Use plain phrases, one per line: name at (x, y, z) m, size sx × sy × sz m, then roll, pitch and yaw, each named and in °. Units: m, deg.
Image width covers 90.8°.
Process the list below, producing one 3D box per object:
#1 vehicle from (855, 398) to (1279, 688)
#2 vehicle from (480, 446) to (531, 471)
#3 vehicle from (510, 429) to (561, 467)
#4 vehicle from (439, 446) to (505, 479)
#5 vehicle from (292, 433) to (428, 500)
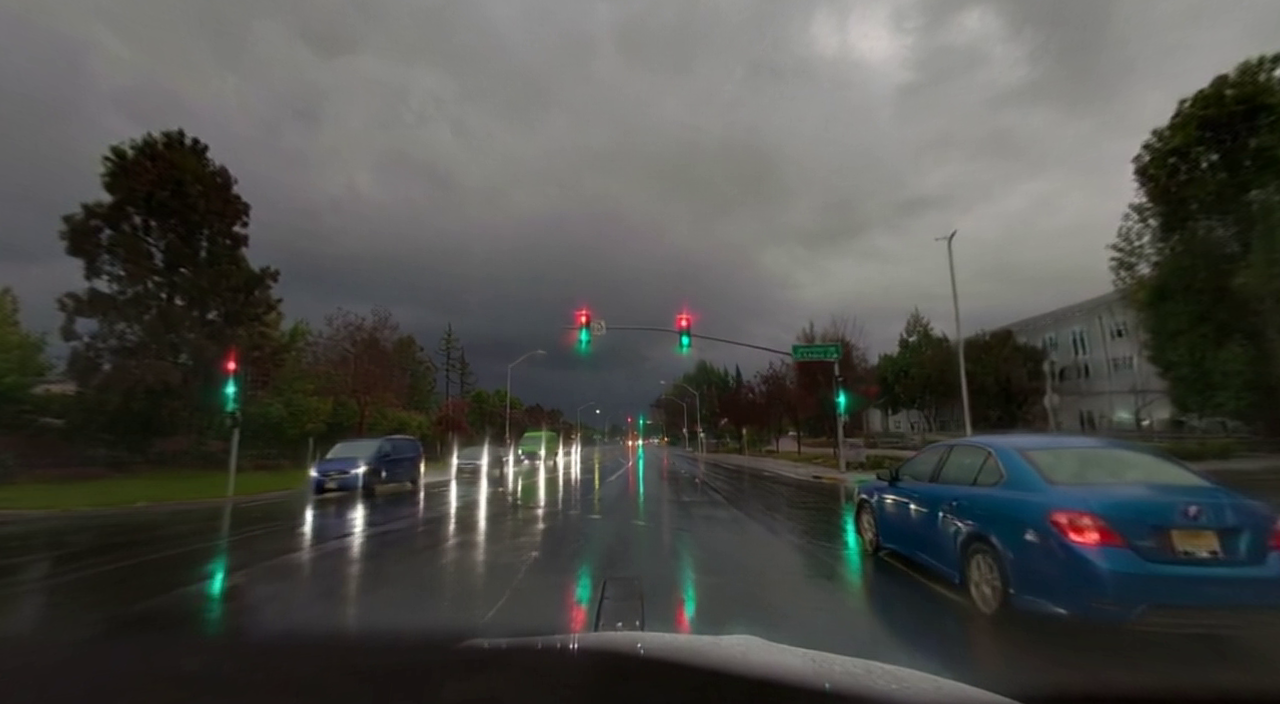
vehicle at (3.886, 1.374, 5.908) m, size 2.129 × 1.581 × 4.780 m, roll 0°, pitch -8°, yaw 1°
vehicle at (-8.489, 6.763, 40.310) m, size 2.190 × 1.455 × 4.516 m, roll 0°, pitch -8°, yaw 1°
vehicle at (-8.054, 7.440, 49.504) m, size 2.617 × 2.736 × 6.621 m, roll -1°, pitch -8°, yaw 2°
vehicle at (-8.185, 5.405, 31.302) m, size 1.906 × 1.468 × 4.686 m, roll 0°, pitch -8°, yaw 1°
vehicle at (-8.714, 3.570, 20.245) m, size 2.130 × 1.874 × 4.691 m, roll 0°, pitch -8°, yaw 1°
